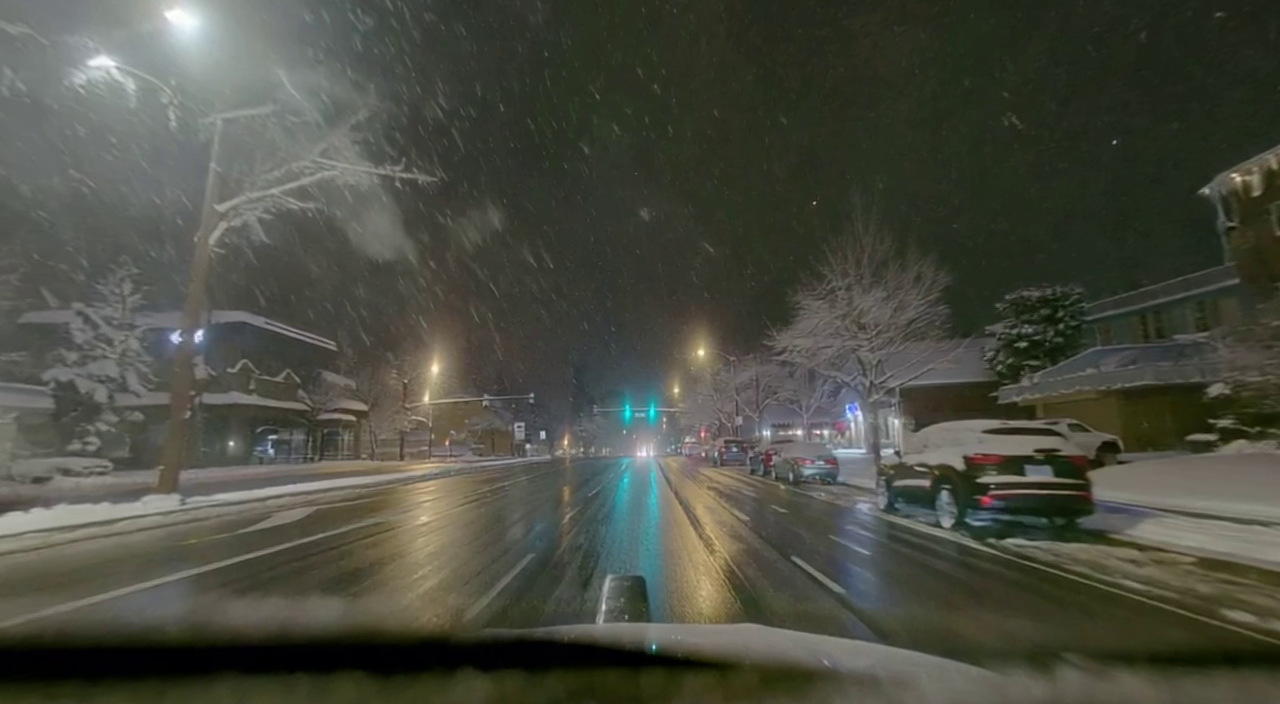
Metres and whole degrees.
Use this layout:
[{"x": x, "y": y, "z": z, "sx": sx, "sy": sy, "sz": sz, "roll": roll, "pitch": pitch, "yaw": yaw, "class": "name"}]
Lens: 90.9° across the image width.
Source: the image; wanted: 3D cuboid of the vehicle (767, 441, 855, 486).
[{"x": 6.121, "y": 4.041, "z": 23.202, "sx": 1.855, "sy": 1.463, "sz": 4.729, "roll": 0, "pitch": -9, "yaw": -1, "class": "vehicle"}]

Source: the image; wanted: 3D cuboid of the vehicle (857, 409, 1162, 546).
[{"x": 5.982, "y": 2.130, "z": 11.372, "sx": 2.218, "sy": 1.842, "sz": 5.475, "roll": 0, "pitch": -9, "yaw": 1, "class": "vehicle"}]

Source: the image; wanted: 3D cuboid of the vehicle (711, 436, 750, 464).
[{"x": 6.246, "y": 6.806, "z": 43.876, "sx": 1.931, "sy": 1.814, "sz": 4.870, "roll": 0, "pitch": -9, "yaw": 0, "class": "vehicle"}]
